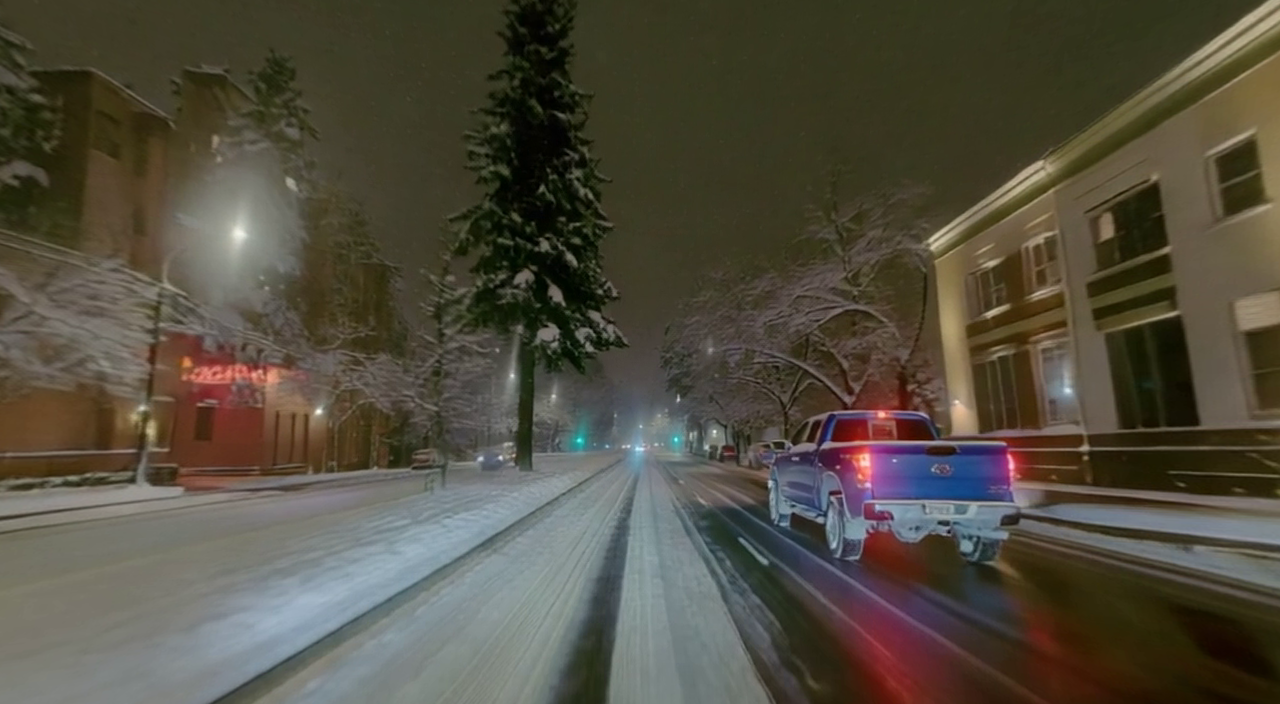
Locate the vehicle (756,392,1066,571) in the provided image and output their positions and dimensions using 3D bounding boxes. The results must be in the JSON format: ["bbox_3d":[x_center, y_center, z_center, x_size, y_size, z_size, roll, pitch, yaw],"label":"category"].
[{"bbox_3d":[3.300,1.732,9.239,2.085,1.828,5.383,0,-8,-1],"label":"vehicle"}]

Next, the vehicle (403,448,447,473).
[{"bbox_3d":[-16.115,8.110,47.385,1.913,1.734,4.357,0,-8,-2],"label":"vehicle"}]
